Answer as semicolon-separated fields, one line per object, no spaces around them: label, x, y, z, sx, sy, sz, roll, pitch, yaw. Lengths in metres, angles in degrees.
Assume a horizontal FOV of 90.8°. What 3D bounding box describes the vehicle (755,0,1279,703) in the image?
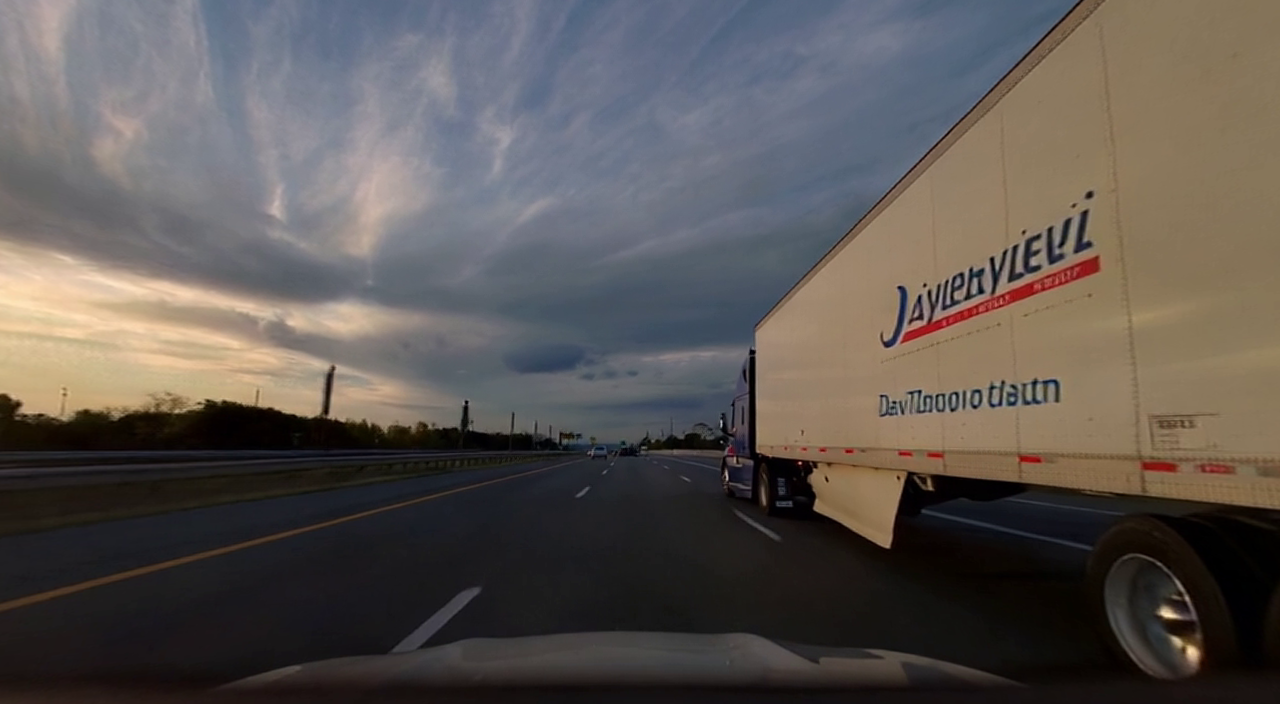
vehicle;4.007;0.359;7.641;2.962;4.132;12.720;0;-8;1
